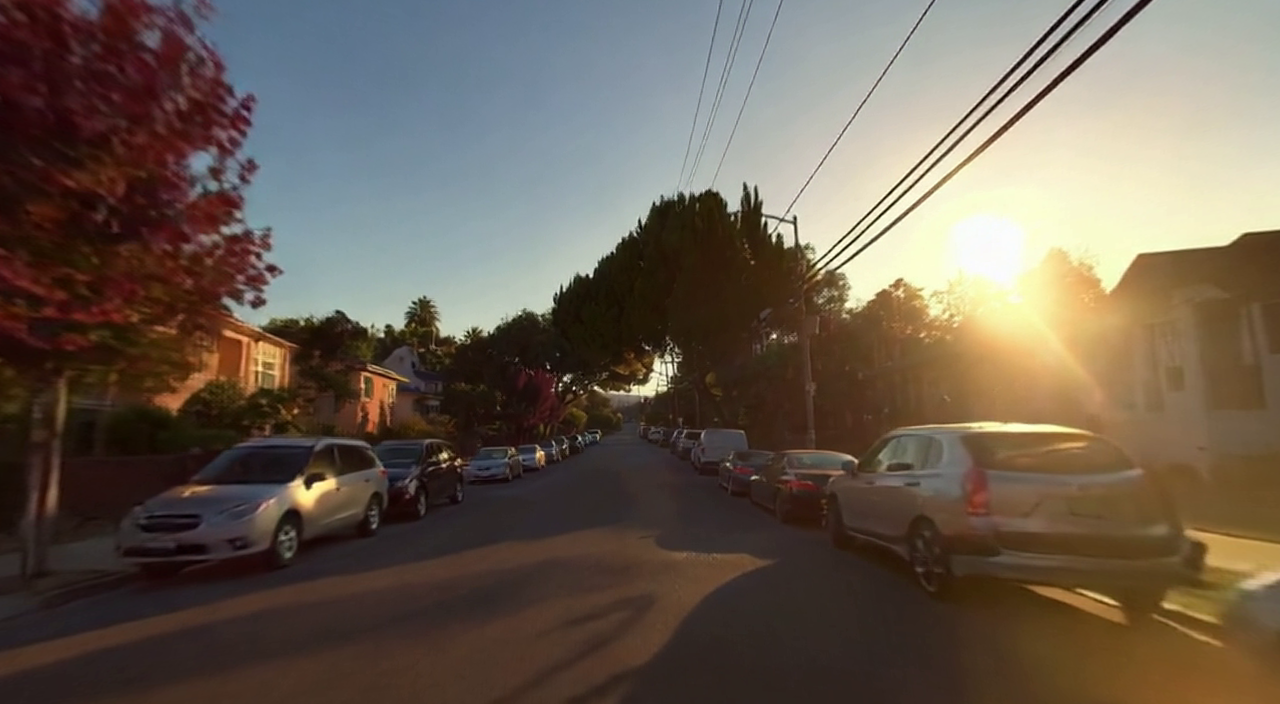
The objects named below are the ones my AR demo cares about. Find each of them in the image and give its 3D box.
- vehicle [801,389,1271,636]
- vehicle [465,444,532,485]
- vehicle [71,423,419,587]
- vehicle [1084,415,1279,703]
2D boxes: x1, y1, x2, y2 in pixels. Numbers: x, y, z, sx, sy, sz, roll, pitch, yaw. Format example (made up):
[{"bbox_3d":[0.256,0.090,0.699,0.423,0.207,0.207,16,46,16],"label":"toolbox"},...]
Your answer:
[{"bbox_3d":[3.599,1.546,7.281,2.009,1.810,5.045,0,-8,-2],"label":"vehicle"},{"bbox_3d":[-6.149,4.884,27.991,2.002,1.585,5.080,-1,-8,-2],"label":"vehicle"},{"bbox_3d":[-5.825,2.277,10.627,2.184,1.958,5.757,0,-8,-1],"label":"vehicle"},{"bbox_3d":[3.815,0.838,1.381,2.174,1.504,4.809,0,-8,0],"label":"vehicle"}]
